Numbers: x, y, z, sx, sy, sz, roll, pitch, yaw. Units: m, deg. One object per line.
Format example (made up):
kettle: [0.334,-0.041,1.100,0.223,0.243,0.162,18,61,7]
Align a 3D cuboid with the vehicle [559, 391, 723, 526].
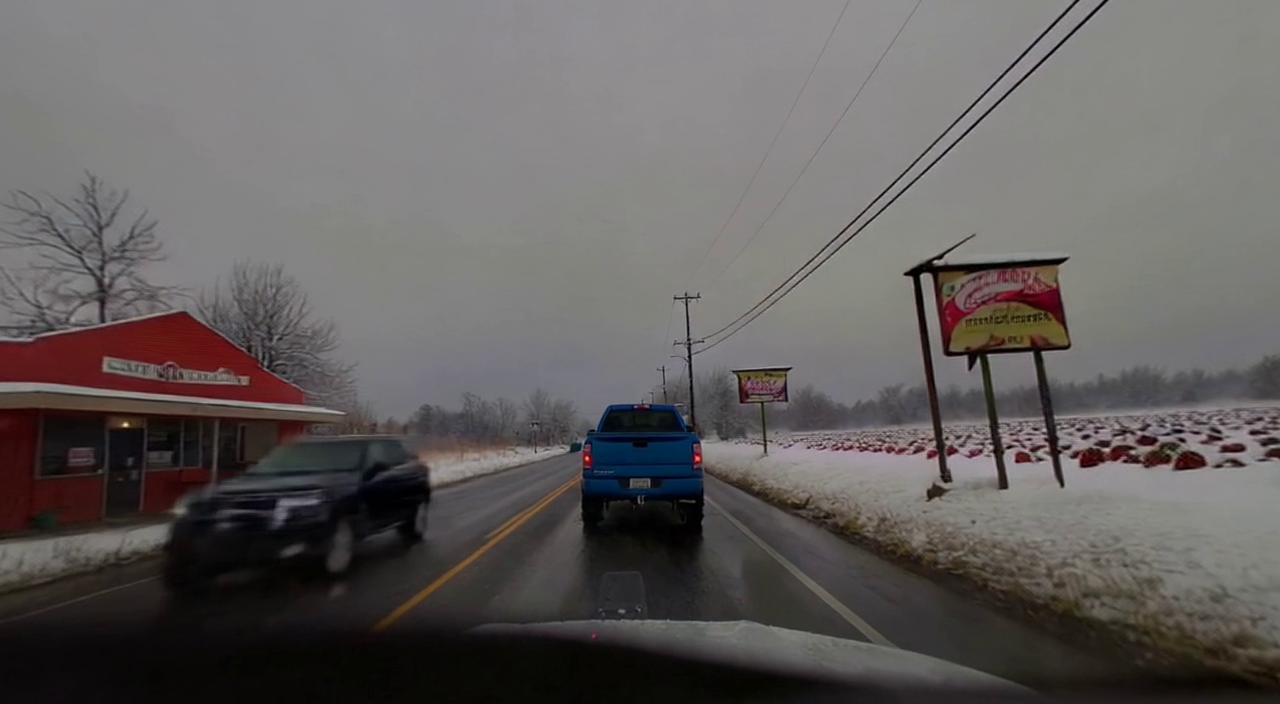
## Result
vehicle: [-0.075,2.188,13.476,2.693,2.223,5.885,0,-8,-2]

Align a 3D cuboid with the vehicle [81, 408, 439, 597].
vehicle: [-4.324,1.756,8.260,2.081,1.681,4.325,-3,-8,-1]
